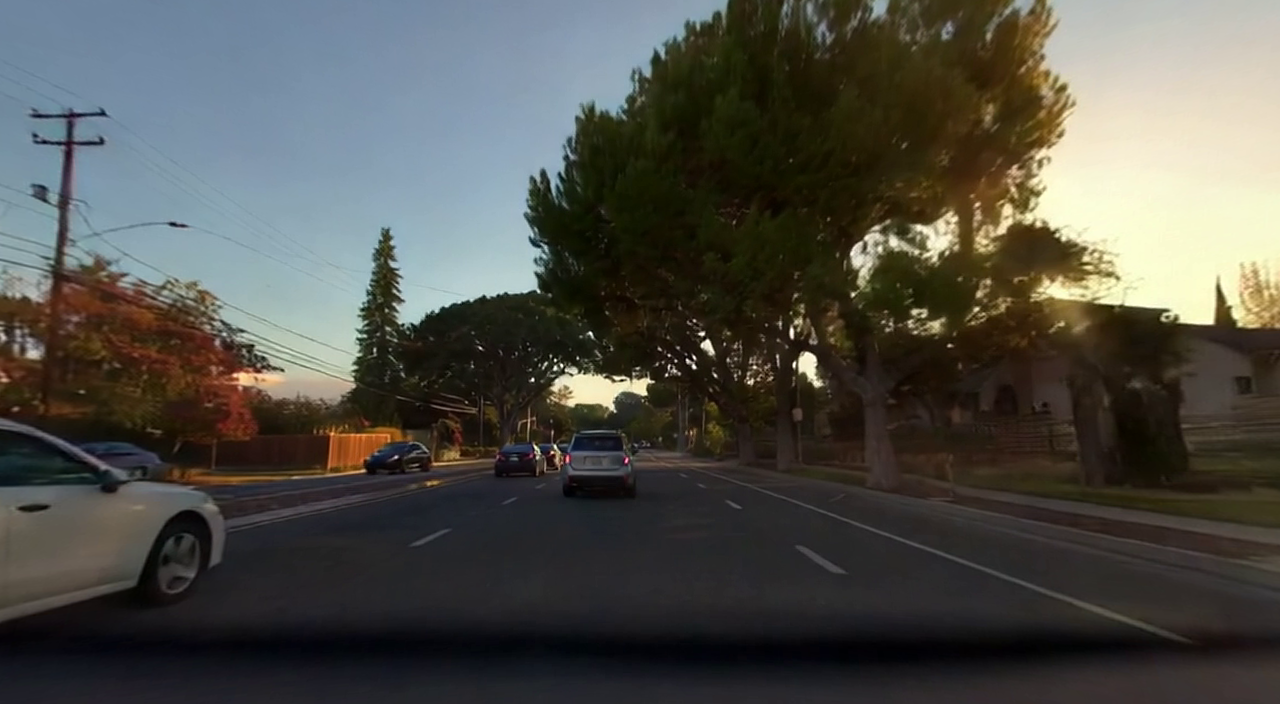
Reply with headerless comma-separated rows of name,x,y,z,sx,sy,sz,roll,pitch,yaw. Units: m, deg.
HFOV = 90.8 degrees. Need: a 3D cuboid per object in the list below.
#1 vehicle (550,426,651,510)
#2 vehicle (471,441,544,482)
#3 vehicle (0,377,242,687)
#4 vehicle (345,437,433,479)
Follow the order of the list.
vehicle,-0.867,2.776,15.599,2.131,1.761,4.242,0,-8,-1
vehicle,-5.311,4.446,25.980,2.014,1.493,4.658,0,-8,0
vehicle,-4.719,0.977,3.299,2.243,1.722,4.621,0,-8,0
vehicle,-11.558,4.906,29.526,2.131,1.798,4.902,0,-8,0
